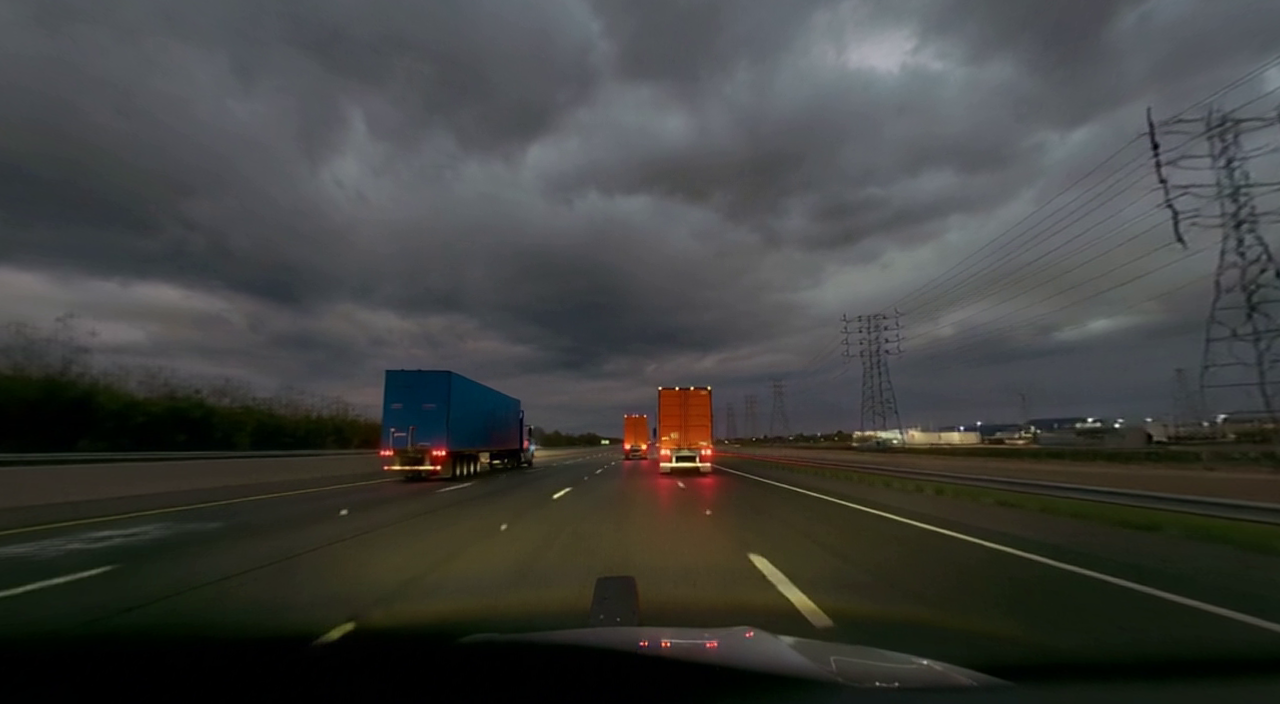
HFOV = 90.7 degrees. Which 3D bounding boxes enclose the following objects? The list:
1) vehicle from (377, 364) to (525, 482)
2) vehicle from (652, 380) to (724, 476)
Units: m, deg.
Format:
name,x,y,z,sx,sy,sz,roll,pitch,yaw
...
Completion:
name,x,y,z,sx,sy,sz,roll,pitch,yaw
vehicle,-7.374,3.209,26.967,2.937,3.981,11.119,0,-8,0
vehicle,2.041,3.801,30.536,2.858,3.847,10.034,-1,-9,1
